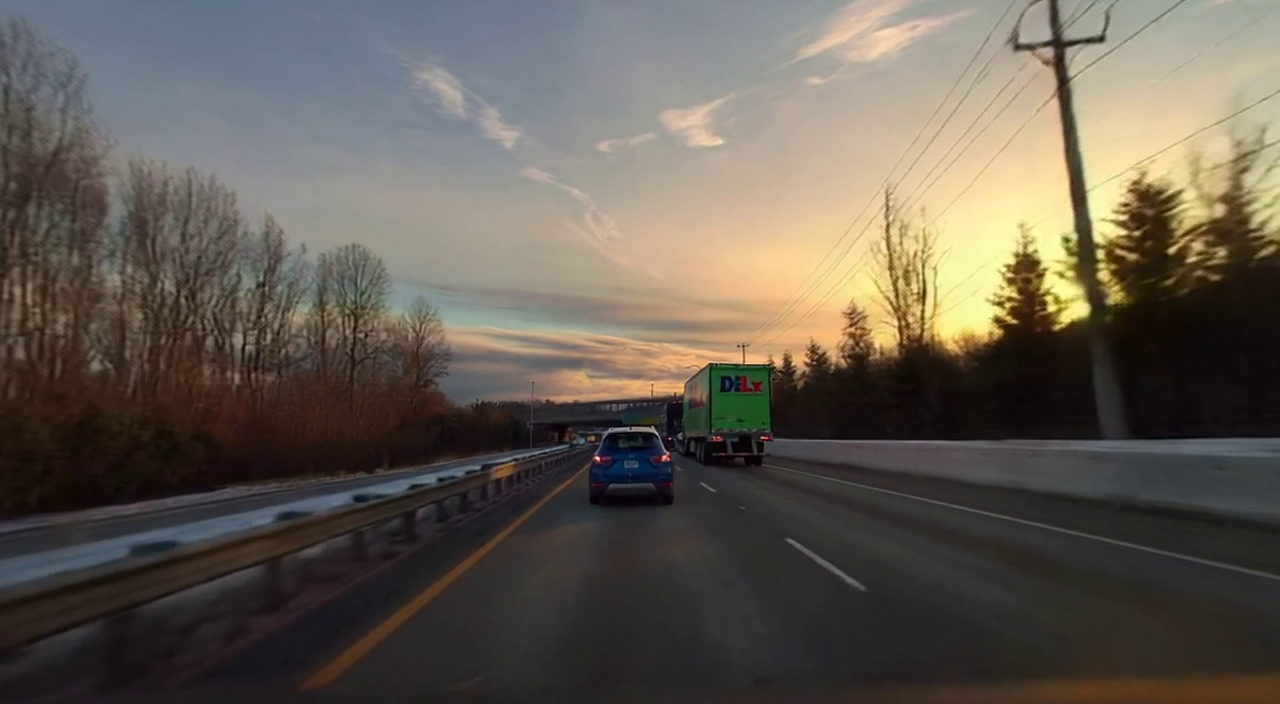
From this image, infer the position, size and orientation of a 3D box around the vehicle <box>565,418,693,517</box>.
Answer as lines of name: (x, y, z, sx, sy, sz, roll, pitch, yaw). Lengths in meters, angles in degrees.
vehicle: (-0.211, 2.128, 12.130, 2.062, 1.581, 3.914, 0, -8, -1)

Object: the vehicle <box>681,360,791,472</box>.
vehicle: (3.606, 2.818, 26.306, 2.835, 3.872, 8.916, 0, -8, -2)
